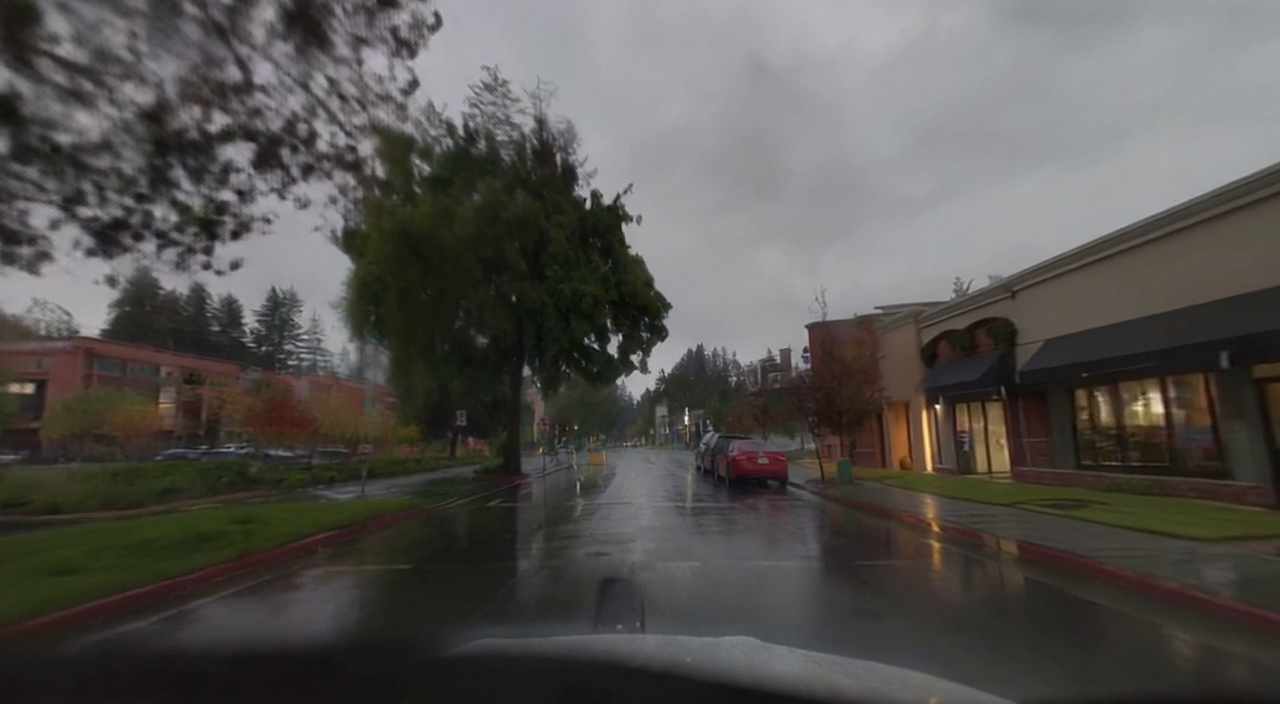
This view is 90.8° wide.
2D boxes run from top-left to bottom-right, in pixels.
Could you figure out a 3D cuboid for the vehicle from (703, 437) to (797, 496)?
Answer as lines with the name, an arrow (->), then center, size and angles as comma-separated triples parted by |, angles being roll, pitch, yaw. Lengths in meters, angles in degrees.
vehicle -> 3.137, 3.368, 19.045 | 2.064, 1.532, 4.596 | 0, -8, 0
